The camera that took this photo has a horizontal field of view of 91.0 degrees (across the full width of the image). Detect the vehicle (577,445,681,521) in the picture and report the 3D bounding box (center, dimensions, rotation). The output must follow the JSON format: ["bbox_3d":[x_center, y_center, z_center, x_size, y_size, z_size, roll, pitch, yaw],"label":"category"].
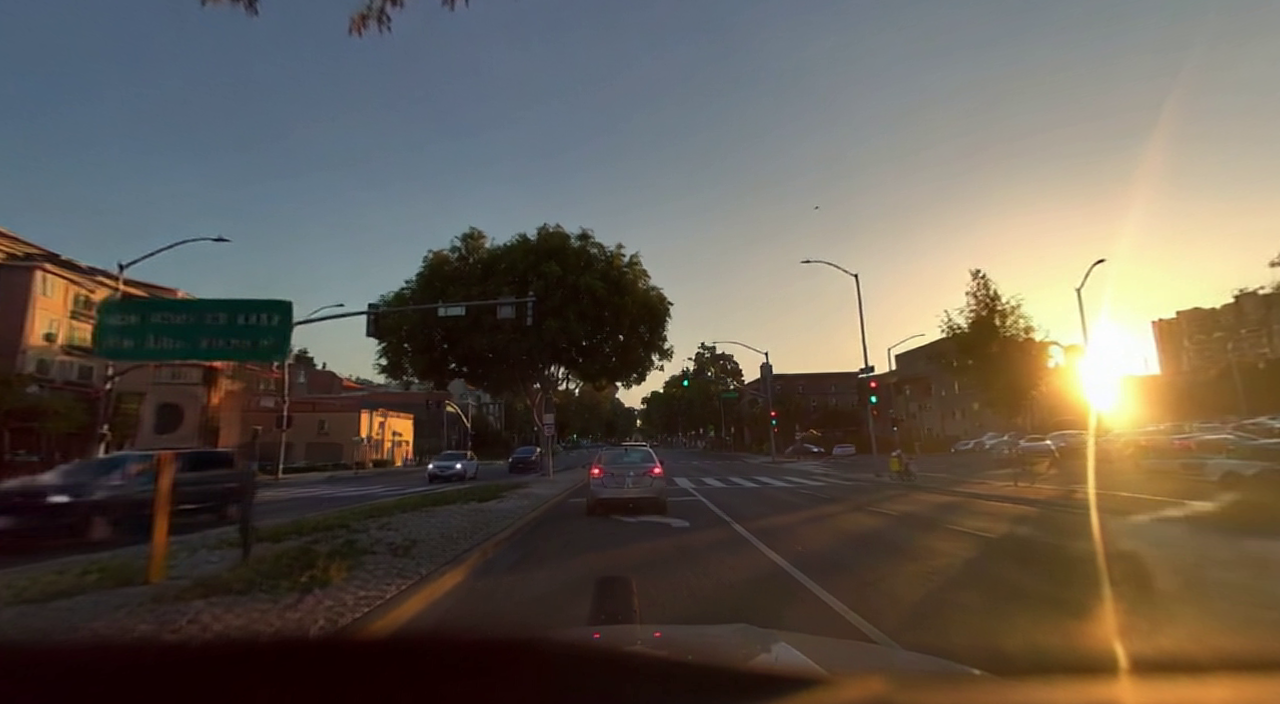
[{"bbox_3d":[-0.270,2.850,14.288,2.010,1.447,4.121,0,-9,-1],"label":"vehicle"}]

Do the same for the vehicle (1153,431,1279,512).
[{"bbox_3d":[13.088,2.403,12.878,1.859,1.525,3.948,0,-9,1],"label":"vehicle"}]

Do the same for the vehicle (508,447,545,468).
[{"bbox_3d":[-8.600,8.008,48.003,1.966,1.571,4.479,0,-9,1],"label":"vehicle"}]

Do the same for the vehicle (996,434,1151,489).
[{"bbox_3d":[13.072,3.312,19.336,1.887,1.504,3.898,0,-9,-2],"label":"vehicle"}]

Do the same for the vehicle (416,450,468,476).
[{"bbox_3d":[-12.384,6.956,39.598,1.904,1.475,4.068,0,-9,1],"label":"vehicle"}]

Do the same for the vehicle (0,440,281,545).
[{"bbox_3d":[-8.710,2.345,11.240,1.994,1.474,4.411,0,-9,0],"label":"vehicle"}]
